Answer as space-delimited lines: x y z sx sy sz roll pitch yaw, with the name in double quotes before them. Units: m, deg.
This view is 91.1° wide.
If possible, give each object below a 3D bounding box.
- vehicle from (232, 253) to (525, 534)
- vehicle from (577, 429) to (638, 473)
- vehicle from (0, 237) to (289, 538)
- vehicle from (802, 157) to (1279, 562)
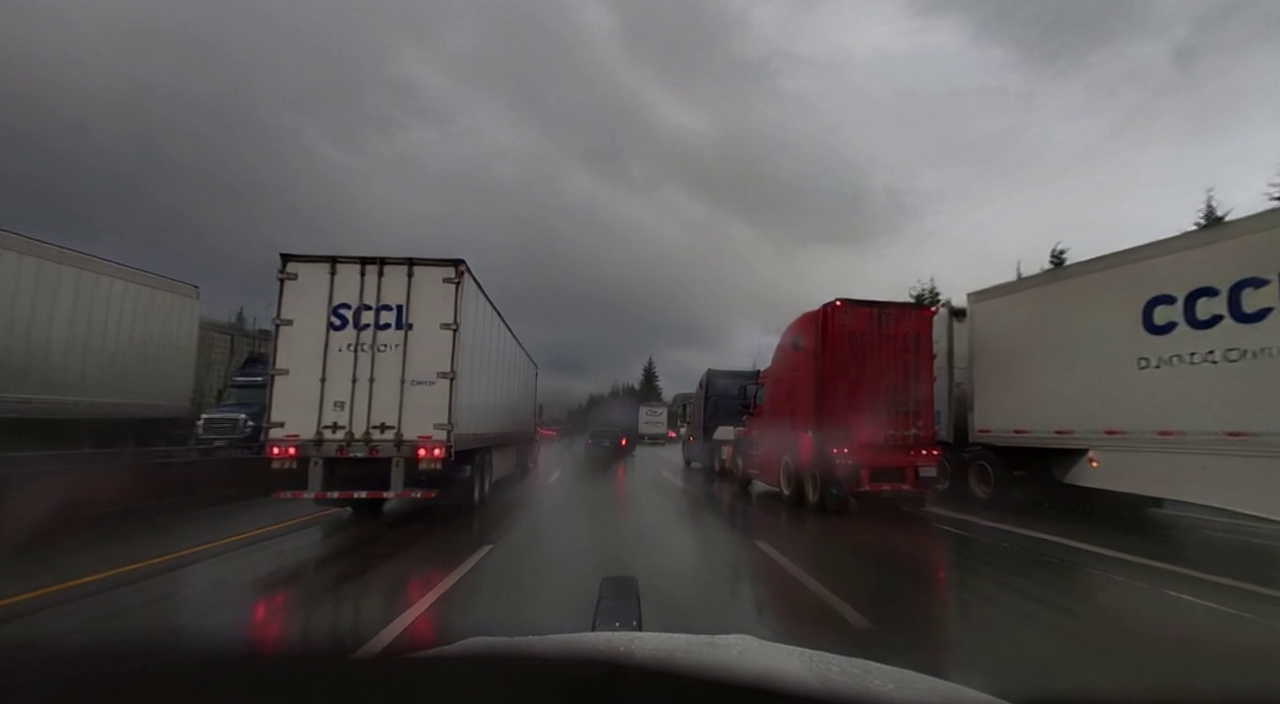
"vehicle" -4.284 1.091 12.929 2.822 3.788 8.799 0 -8 -5
"vehicle" -1.362 3.784 24.400 2.060 1.540 4.374 1 -8 -7
"vehicle" -10.739 0.259 6.998 2.867 4.125 14.026 -2 -8 14
"vehicle" 7.600 0.168 7.269 2.820 4.084 13.786 3 -8 -25
